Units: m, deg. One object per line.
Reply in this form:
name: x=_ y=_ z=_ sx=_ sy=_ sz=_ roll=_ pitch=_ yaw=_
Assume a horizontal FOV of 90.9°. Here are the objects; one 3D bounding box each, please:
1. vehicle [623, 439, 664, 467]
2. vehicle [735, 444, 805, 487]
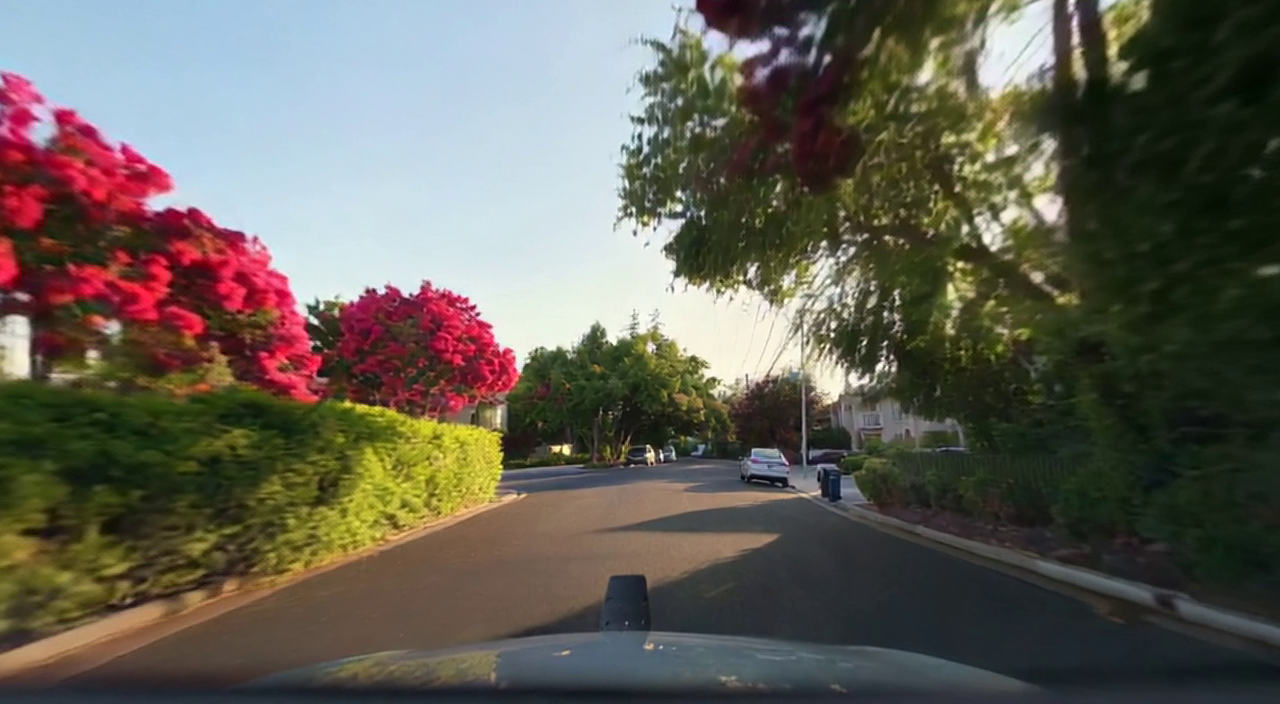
vehicle: x=0.350 y=7.673 z=47.860 sx=2.463 sy=1.951 sz=5.794 roll=-2 pitch=-9 yaw=6
vehicle: x=4.991 y=4.418 z=24.898 sx=2.151 sy=1.468 sz=5.066 roll=-1 pitch=-9 yaw=5
